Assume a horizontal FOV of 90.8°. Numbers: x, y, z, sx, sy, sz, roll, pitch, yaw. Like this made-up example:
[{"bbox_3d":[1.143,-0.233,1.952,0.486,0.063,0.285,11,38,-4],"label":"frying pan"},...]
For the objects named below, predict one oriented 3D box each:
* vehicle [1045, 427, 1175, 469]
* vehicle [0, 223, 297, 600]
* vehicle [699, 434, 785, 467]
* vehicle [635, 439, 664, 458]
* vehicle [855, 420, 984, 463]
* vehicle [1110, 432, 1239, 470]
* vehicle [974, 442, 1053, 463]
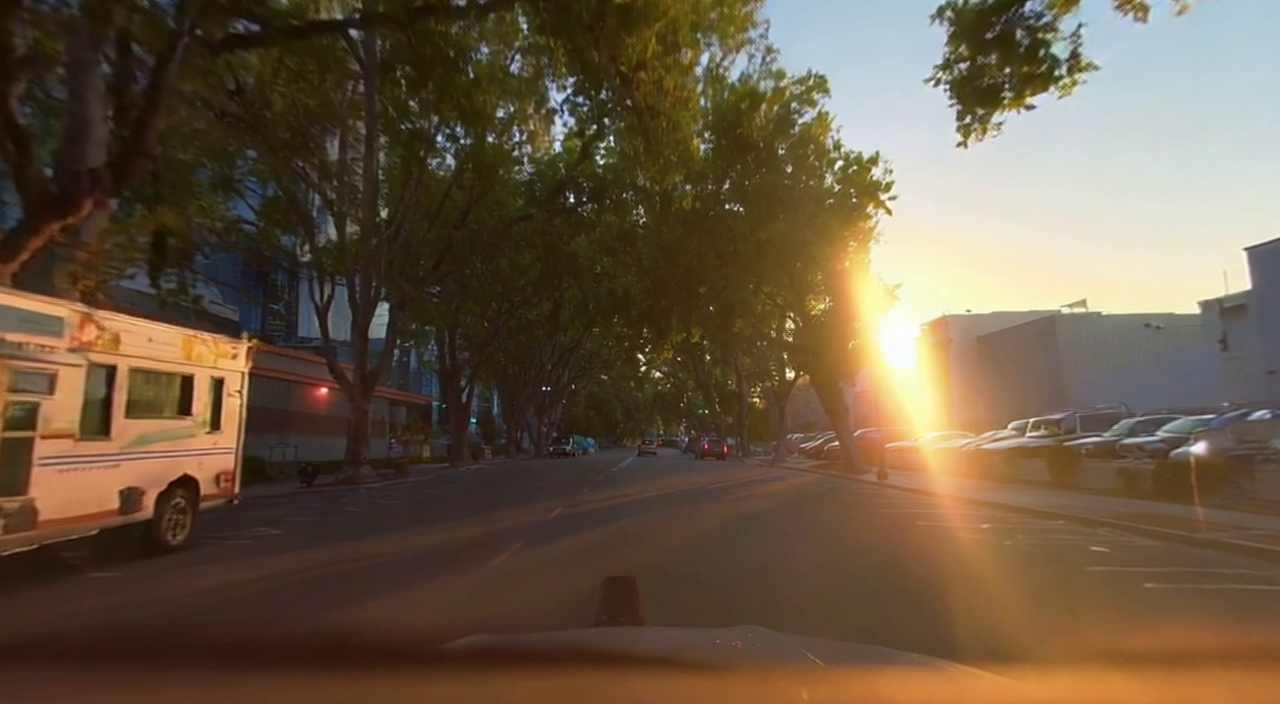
[{"bbox_3d":[26.403,5.402,35.633,5.596,2.168,2.307,2,-8,-3],"label":"vehicle"},{"bbox_3d":[-7.026,0.697,6.576,2.968,3.222,7.036,-1,-8,-1],"label":"vehicle"},{"bbox_3d":[5.812,5.561,35.735,4.626,1.723,1.939,5,-10,-32],"label":"vehicle"},{"bbox_3d":[0.702,7.460,48.858,2.046,1.445,4.001,0,-8,-2],"label":"vehicle"},{"bbox_3d":[14.324,4.620,32.672,5.540,2.045,2.259,0,-8,-1],"label":"vehicle"},{"bbox_3d":[27.152,5.043,32.217,4.591,1.808,2.016,0,-8,1],"label":"vehicle"},{"bbox_3d":[27.226,7.339,46.105,4.558,1.452,1.790,0,-8,0],"label":"vehicle"}]
